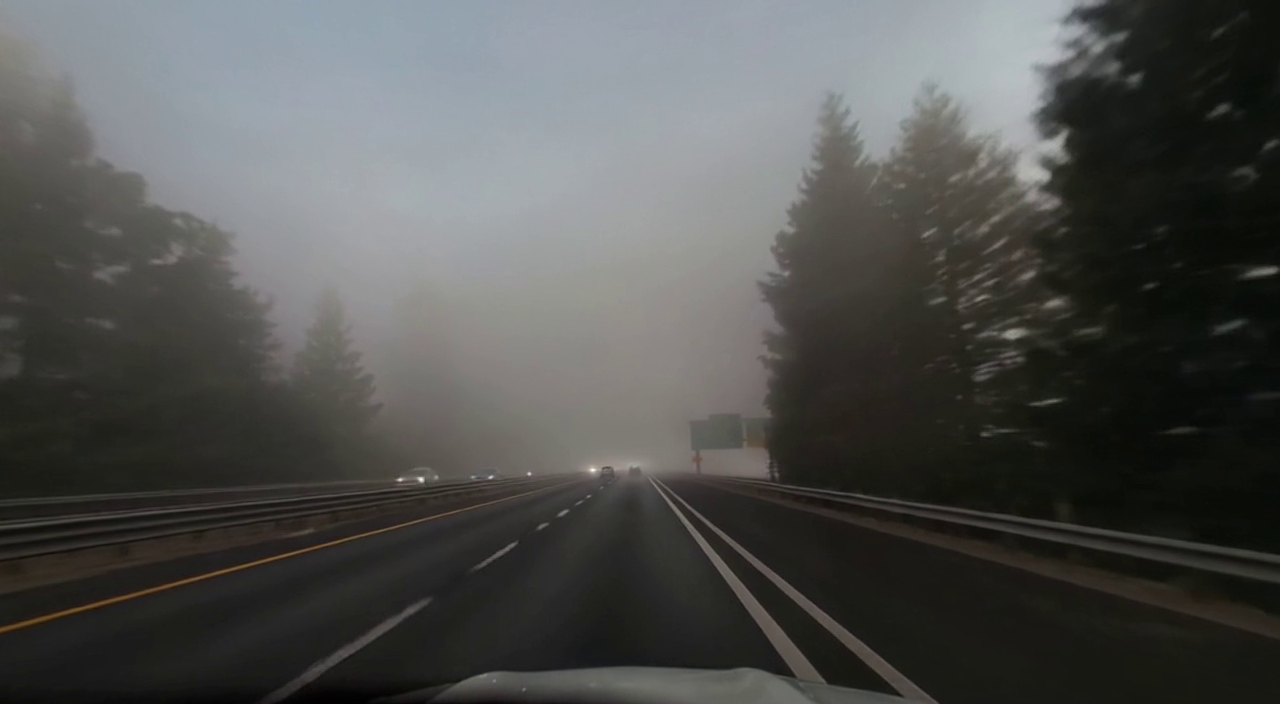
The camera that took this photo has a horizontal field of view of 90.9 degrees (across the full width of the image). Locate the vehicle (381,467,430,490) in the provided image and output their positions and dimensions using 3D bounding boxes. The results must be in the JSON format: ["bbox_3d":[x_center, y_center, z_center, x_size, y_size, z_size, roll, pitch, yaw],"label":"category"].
[{"bbox_3d":[-16.887,9.144,45.557,1.867,1.516,4.304,0,-11,1],"label":"vehicle"}]
